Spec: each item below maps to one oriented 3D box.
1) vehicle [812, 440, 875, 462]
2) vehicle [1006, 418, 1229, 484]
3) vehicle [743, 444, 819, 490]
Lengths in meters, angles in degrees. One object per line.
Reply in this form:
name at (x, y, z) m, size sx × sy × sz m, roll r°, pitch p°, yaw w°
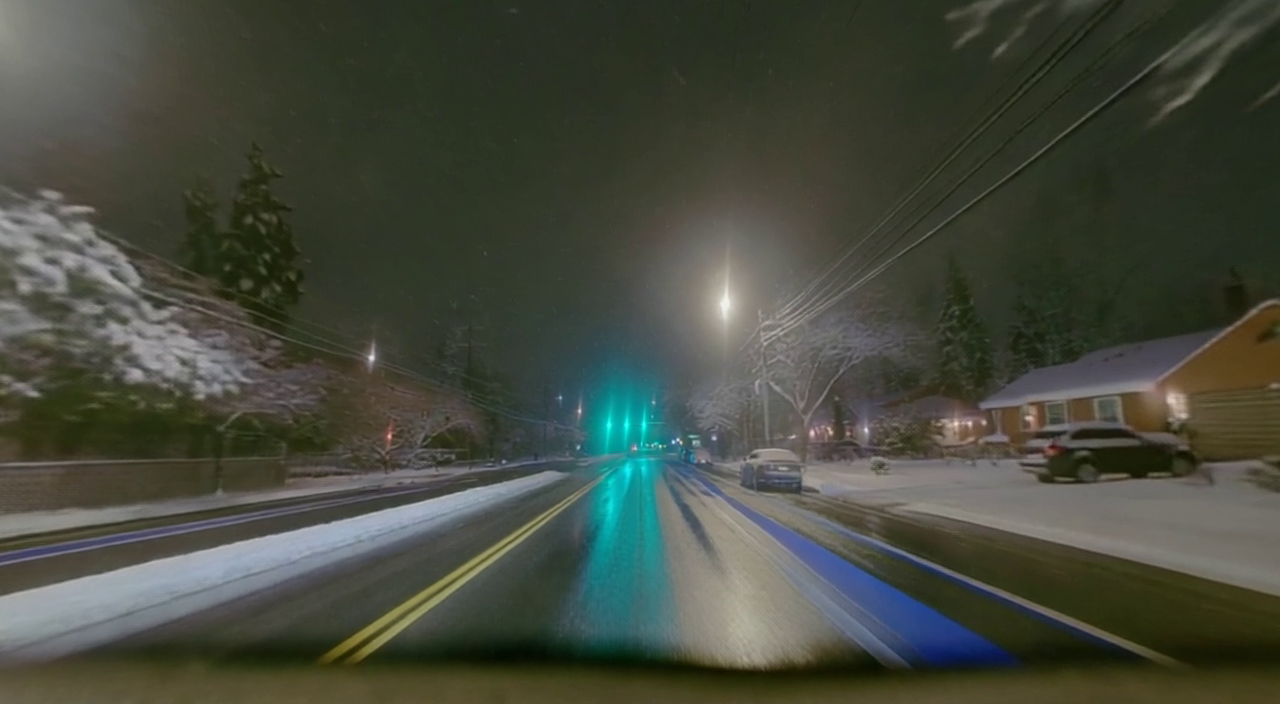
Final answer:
vehicle at (14.253, 6.962, 44.316) m, size 3.745 × 1.540 × 1.951 m, roll 0°, pitch -9°, yaw 1°
vehicle at (12.849, 2.702, 17.218) m, size 4.476 × 1.686 × 1.878 m, roll 0°, pitch -9°, yaw 1°
vehicle at (5.172, 4.257, 23.695) m, size 1.955 × 1.549 × 4.129 m, roll 0°, pitch -9°, yaw 1°
